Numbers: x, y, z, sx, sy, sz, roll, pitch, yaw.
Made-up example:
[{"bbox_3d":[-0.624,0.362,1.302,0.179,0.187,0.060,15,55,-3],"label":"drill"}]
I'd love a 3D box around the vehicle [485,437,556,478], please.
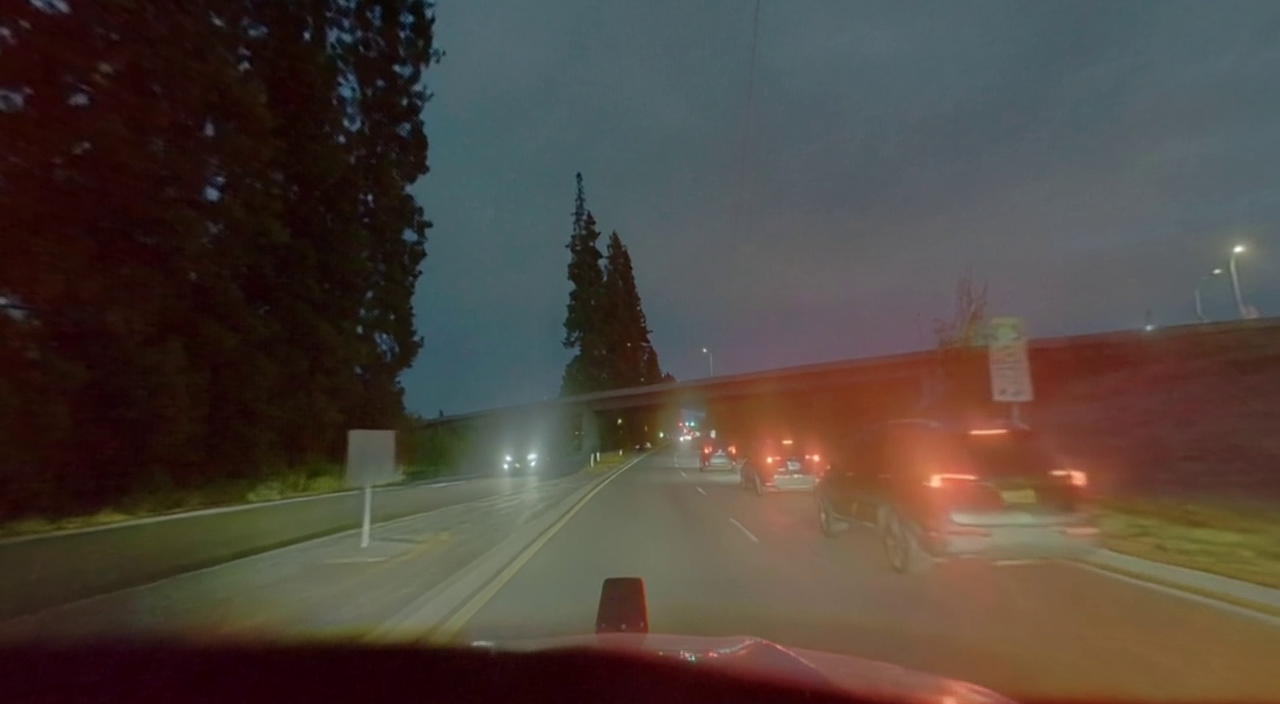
[{"bbox_3d":[-5.915,5.290,31.789,2.089,1.860,4.704,-2,-9,8],"label":"vehicle"}]

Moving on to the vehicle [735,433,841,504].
[{"bbox_3d":[3.892,3.143,17.419,1.938,1.710,4.249,0,-9,1],"label":"vehicle"}]

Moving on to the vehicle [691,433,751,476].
[{"bbox_3d":[3.874,5.033,31.088,2.273,1.944,4.866,0,-9,0],"label":"vehicle"}]

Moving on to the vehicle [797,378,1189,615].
[{"bbox_3d":[3.396,1.493,7.382,1.985,1.895,4.496,0,-9,1],"label":"vehicle"}]
